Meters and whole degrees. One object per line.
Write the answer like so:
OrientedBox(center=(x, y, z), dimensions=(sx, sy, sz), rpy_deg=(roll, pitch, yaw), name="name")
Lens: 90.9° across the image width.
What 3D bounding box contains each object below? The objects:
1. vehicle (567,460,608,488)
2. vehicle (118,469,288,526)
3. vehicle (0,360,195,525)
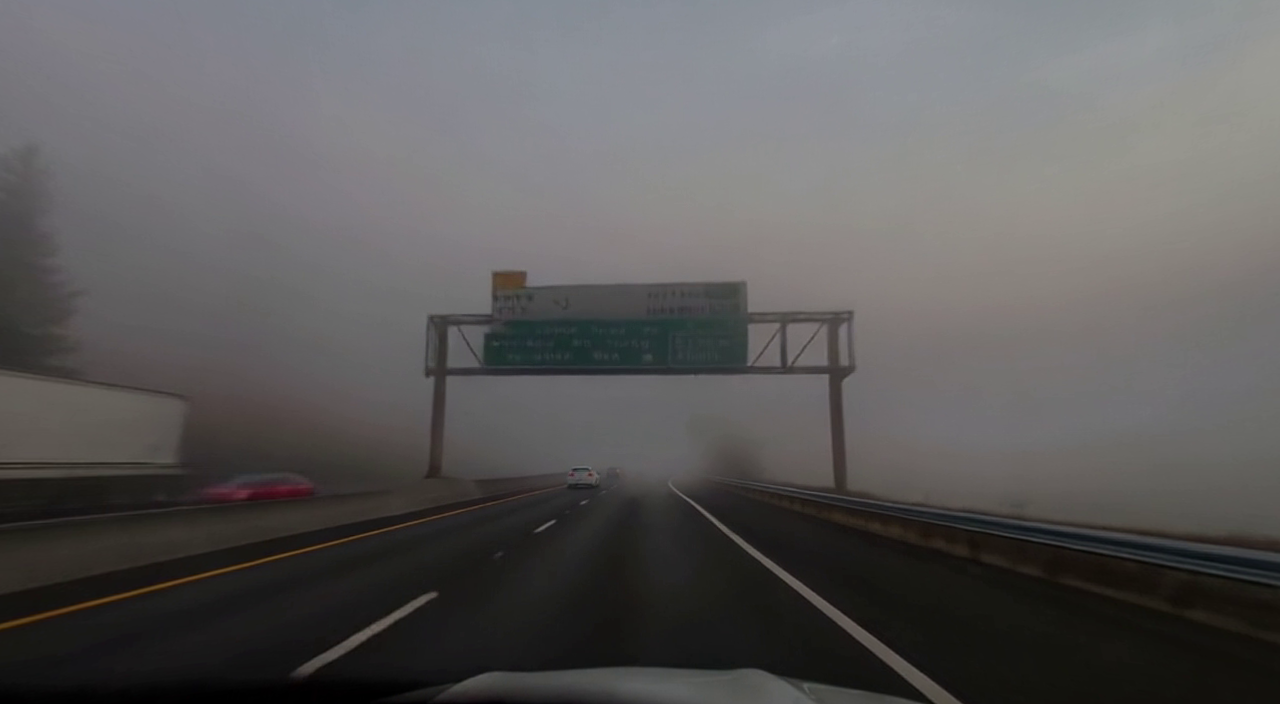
OrientedBox(center=(-3.451, 8.166, 42.242), dimensions=(2.160, 1.721, 4.368), rpy_deg=(1, -11, 2), name="vehicle")
OrientedBox(center=(-12.601, 4.195, 18.599), dimensions=(1.860, 1.444, 4.291), rpy_deg=(1, -11, 1), name="vehicle")
OrientedBox(center=(-17.329, 2.693, 18.174), dimensions=(2.842, 4.039, 7.958), rpy_deg=(1, -11, 1), name="vehicle")
